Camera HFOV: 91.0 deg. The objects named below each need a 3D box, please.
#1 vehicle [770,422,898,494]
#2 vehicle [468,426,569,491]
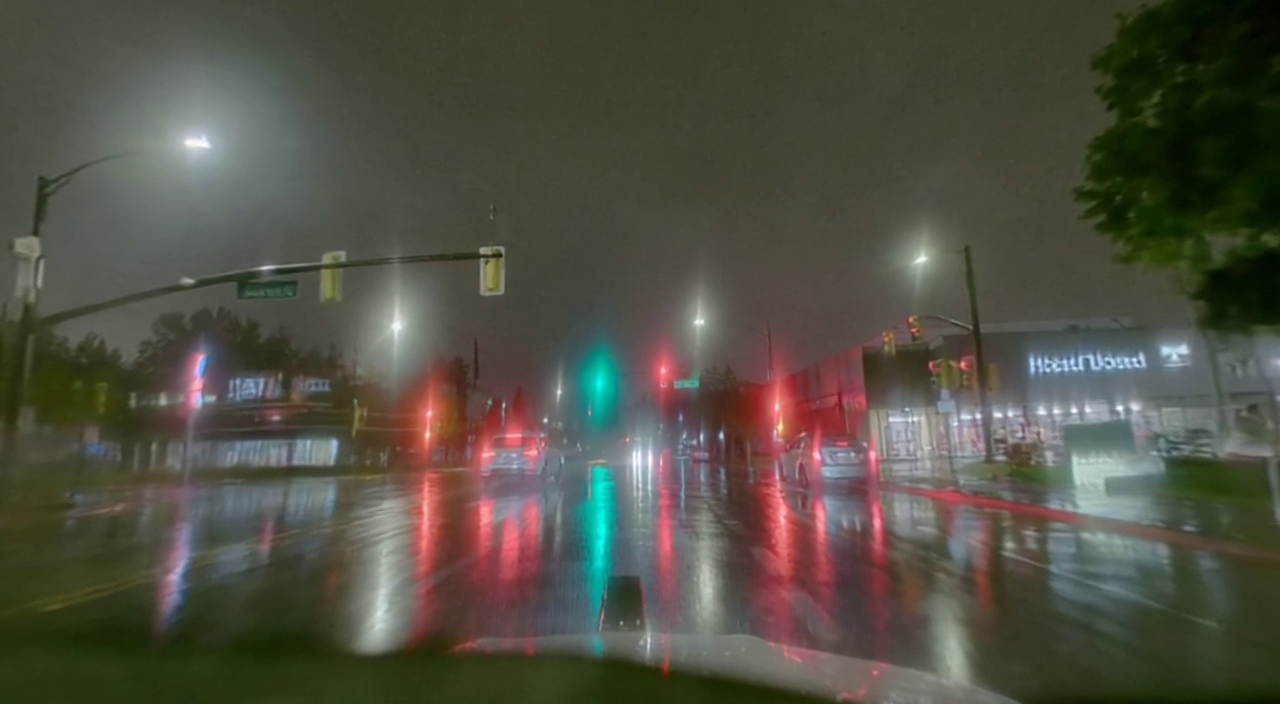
[{"bbox_3d":[5.010,2.806,17.010,2.039,1.655,4.495,0,-8,0],"label":"vehicle"},{"bbox_3d":[-3.303,3.001,18.062,1.947,1.627,4.248,0,-8,1],"label":"vehicle"}]
